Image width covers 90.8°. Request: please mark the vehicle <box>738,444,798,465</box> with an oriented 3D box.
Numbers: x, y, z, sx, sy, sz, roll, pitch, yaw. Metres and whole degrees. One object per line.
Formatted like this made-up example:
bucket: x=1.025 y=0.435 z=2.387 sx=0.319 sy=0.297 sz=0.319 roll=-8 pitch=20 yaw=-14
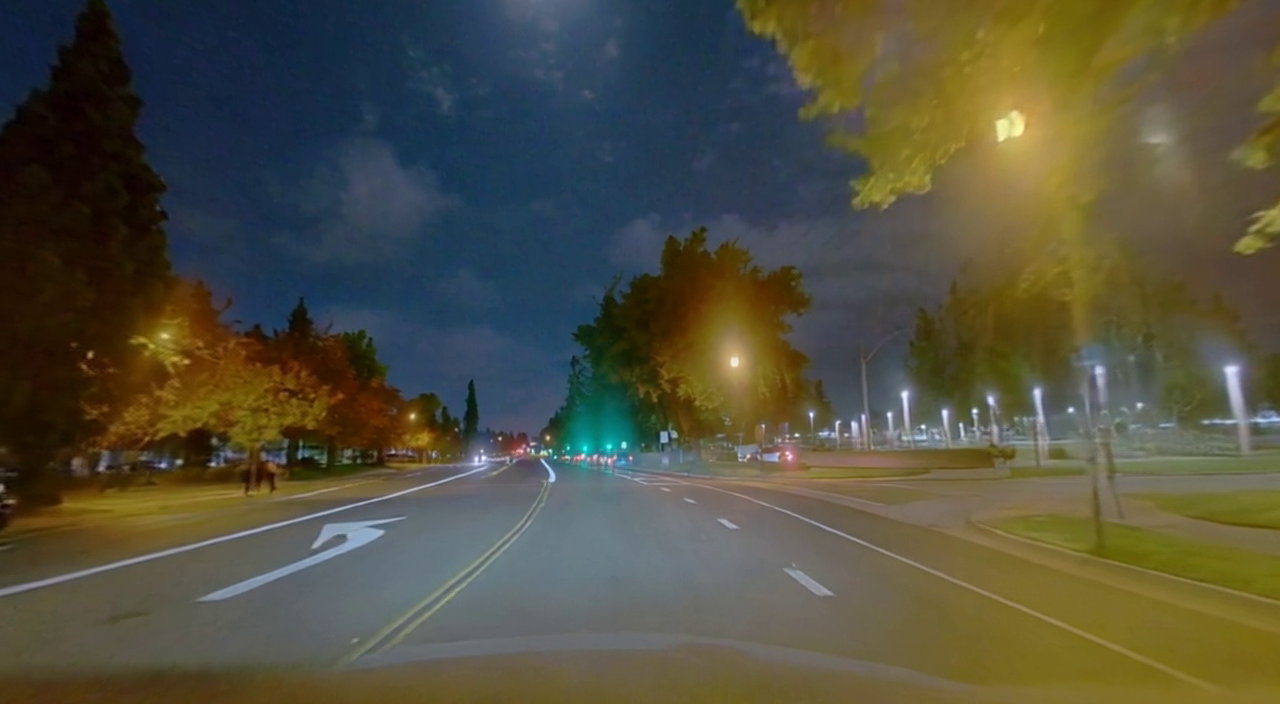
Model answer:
vehicle: x=9.922 y=7.959 z=49.264 sx=4.201 sy=1.546 sz=1.749 roll=1 pitch=-9 yaw=-7
